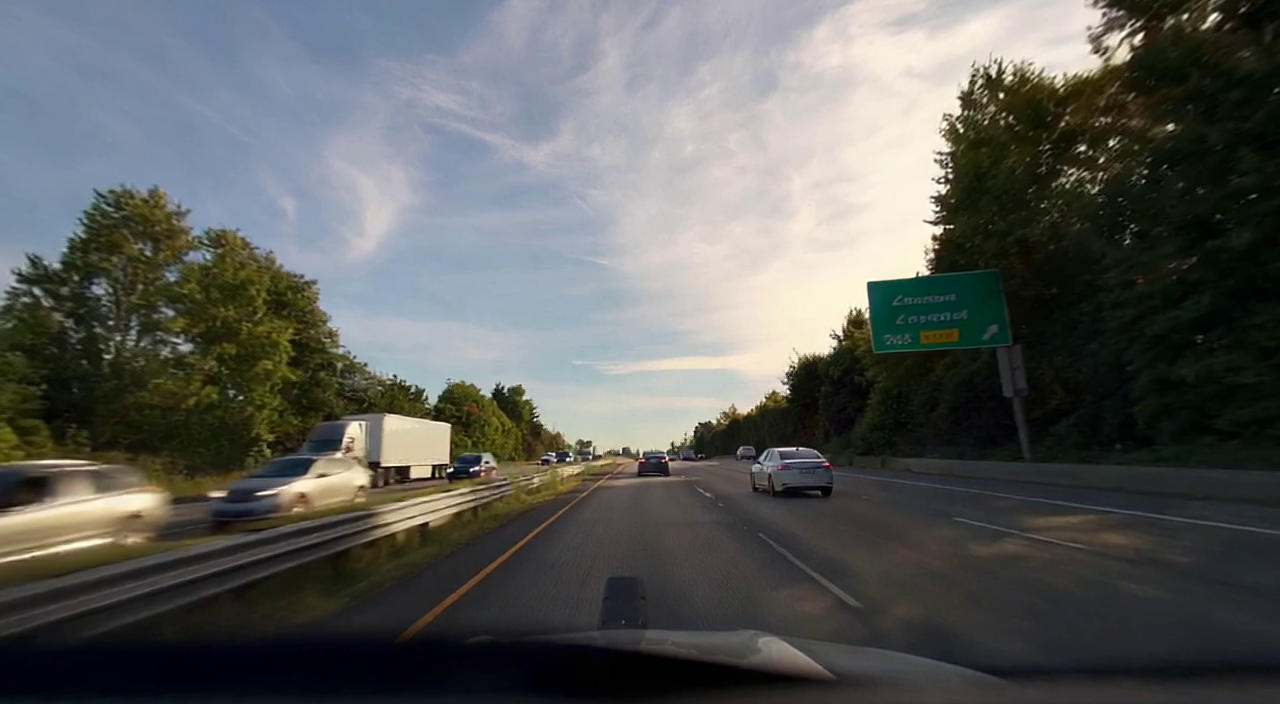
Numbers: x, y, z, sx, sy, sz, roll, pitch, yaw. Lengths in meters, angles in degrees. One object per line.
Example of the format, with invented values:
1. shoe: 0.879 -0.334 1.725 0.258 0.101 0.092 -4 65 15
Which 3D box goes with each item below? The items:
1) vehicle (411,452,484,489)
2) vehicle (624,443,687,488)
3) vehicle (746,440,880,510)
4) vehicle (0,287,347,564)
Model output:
1. vehicle: -8.569 5.291 28.470 1.985 1.458 4.230 0 -9 0
2. vehicle: 0.539 4.251 23.846 2.177 1.520 4.278 0 -9 0
3. vehicle: 4.044 2.952 15.614 2.029 1.475 4.279 0 -9 -1
4. vehicle: -11.732 1.813 14.118 3.263 4.326 14.657 0 -9 0
